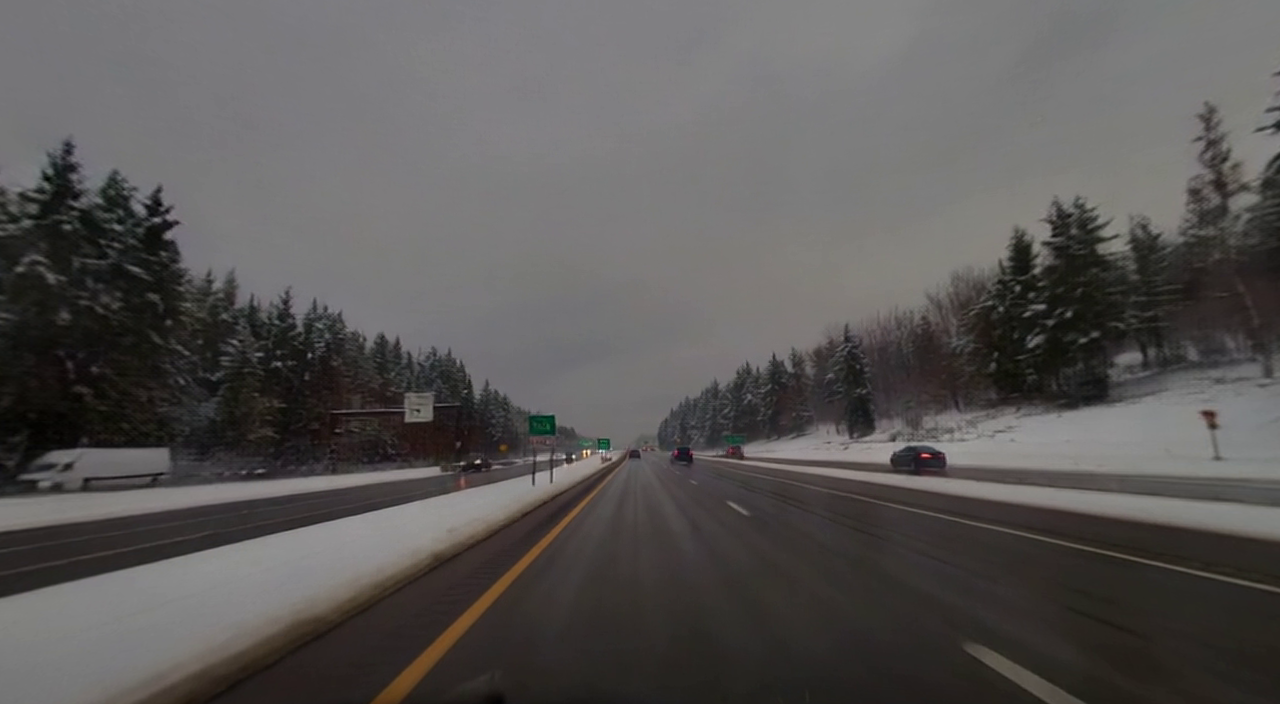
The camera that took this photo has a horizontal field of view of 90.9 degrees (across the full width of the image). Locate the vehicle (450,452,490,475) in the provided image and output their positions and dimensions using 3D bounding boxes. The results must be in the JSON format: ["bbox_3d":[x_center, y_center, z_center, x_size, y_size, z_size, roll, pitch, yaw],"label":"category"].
[{"bbox_3d":[-12.678,8.354,47.304,1.854,1.581,3.953,0,-9,1],"label":"vehicle"}]

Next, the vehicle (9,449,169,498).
[{"bbox_3d":[-29.134,6.394,33.754,2.666,2.344,6.287,0,-9,2],"label":"vehicle"}]

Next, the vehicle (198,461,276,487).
[{"bbox_3d":[-25.434,7.677,39.948,1.887,1.475,4.485,0,-9,1],"label":"vehicle"}]

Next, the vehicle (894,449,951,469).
[{"bbox_3d":[20.008,7.573,44.794,1.926,1.386,3.719,1,-9,-7],"label":"vehicle"}]
